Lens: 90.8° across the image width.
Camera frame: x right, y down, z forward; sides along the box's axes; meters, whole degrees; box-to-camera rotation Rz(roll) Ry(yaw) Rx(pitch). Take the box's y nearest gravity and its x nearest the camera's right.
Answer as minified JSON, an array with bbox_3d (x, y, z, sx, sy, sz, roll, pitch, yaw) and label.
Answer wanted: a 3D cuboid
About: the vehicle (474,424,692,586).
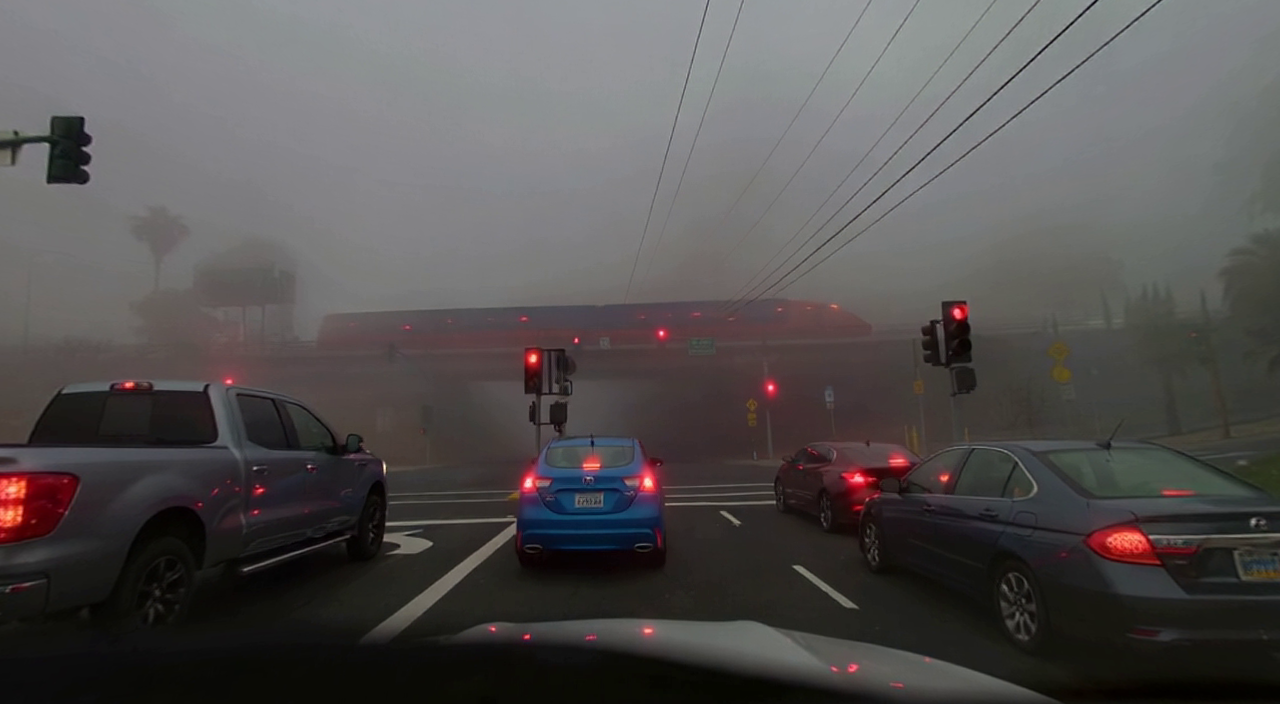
[{"bbox_3d":[-0.630,1.743,8.044,2.035,1.491,4.090,0,-9,-3],"label":"vehicle"}]

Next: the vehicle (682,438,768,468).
[{"bbox_3d":[4.193,5.093,31.973,1.878,1.428,4.416,5,-10,-32],"label":"vehicle"}]

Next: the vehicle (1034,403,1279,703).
[{"bbox_3d":[3.879,0.887,2.195,2.052,1.496,4.541,0,-9,0],"label":"vehicle"}]

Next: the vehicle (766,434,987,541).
[{"bbox_3d":[3.703,2.199,10.968,1.965,1.448,4.486,0,-9,-2],"label":"vehicle"}]

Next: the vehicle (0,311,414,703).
[{"bbox_3d":[-3.786,1.098,4.928,2.078,1.838,5.448,0,-9,-1],"label":"vehicle"}]
